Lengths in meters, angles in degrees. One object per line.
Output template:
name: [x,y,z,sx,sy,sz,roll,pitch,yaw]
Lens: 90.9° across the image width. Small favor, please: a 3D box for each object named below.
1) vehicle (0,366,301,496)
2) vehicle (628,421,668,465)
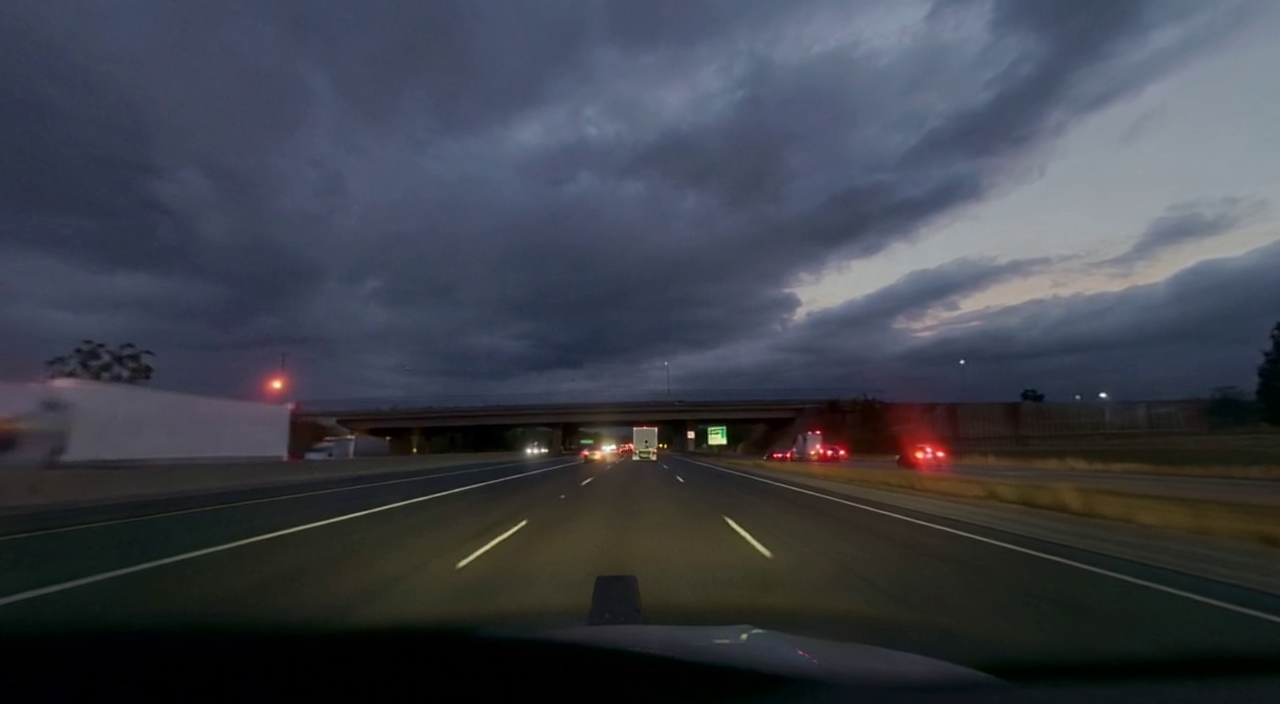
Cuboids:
vehicle: [-20.034,3.409,25.395,3.423,3.678,16.963,0,-9,0]
vehicle: [0.515,7.076,48.578,2.790,3.075,7.414,0,-9,-1]
